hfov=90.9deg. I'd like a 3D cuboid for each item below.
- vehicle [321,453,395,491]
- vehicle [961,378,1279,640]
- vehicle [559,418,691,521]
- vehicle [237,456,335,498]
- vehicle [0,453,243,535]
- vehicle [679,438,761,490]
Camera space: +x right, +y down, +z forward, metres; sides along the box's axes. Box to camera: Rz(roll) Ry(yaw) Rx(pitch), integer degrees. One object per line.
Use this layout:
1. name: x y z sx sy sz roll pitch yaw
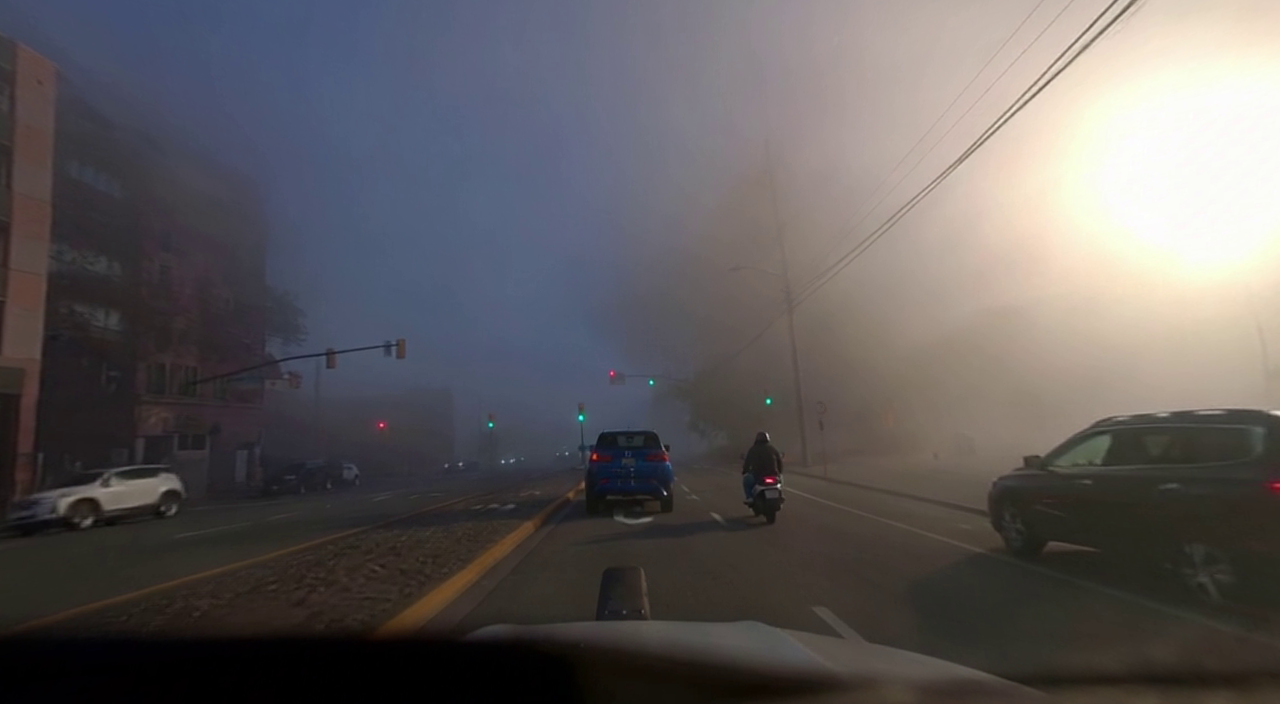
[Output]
1. vehicle: -14.322 6.096 32.310 1.926 1.732 4.635 0 -9 -4
2. vehicle: 5.249 1.299 5.885 2.030 1.709 4.687 0 -9 0
3. vehicle: -0.256 2.355 13.041 2.265 1.748 4.130 0 -9 0
4. vehicle: -18.190 6.410 32.793 2.134 1.915 5.317 0 -9 -2
5. vehicle: -13.659 3.691 17.230 2.142 1.826 5.471 0 -9 -2
6. vehicle: 2.488 3.631 20.809 2.101 1.507 4.355 0 -9 -1
